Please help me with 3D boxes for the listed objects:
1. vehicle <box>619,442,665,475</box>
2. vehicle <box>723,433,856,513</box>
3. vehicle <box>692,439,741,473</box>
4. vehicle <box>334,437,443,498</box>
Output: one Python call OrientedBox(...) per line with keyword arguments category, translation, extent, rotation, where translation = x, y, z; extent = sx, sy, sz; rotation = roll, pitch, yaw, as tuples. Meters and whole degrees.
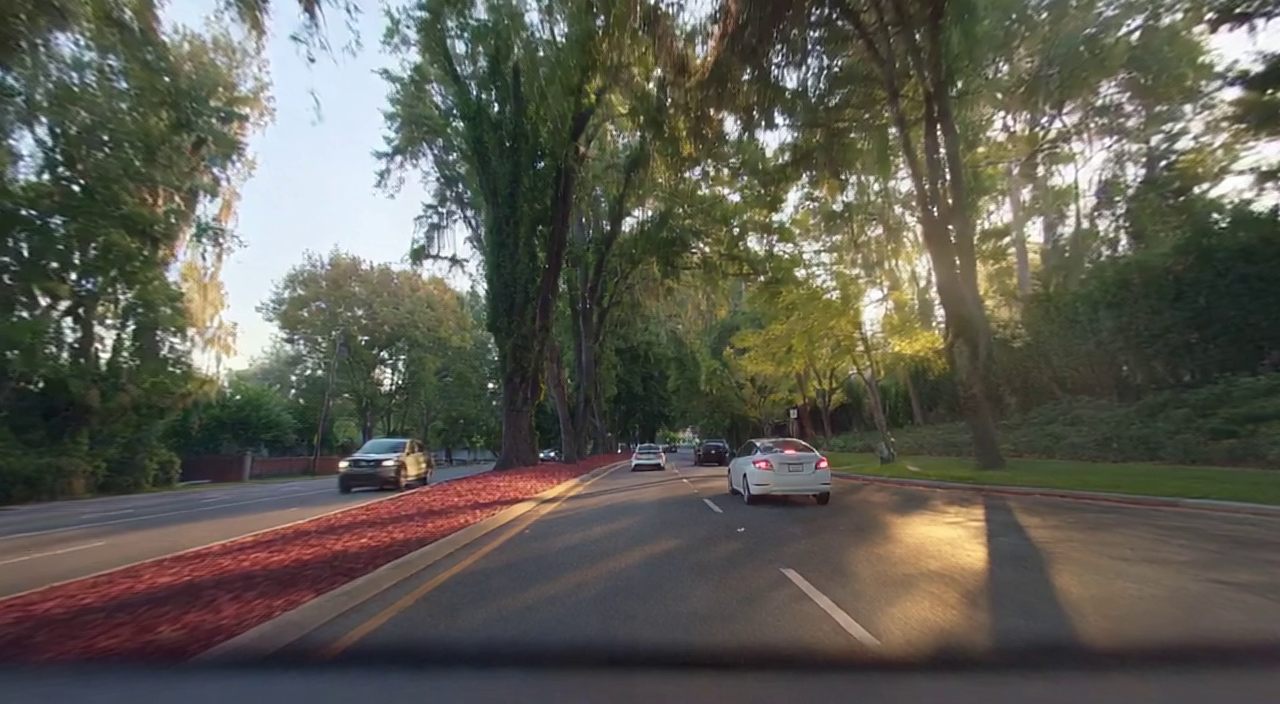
OrientedBox(category="vehicle", translation=(0.135, 5.118, 30.512), extent=(2.082, 1.473, 4.028), rotation=(0, -8, 2))
OrientedBox(category="vehicle", translation=(3.169, 2.649, 14.307), extent=(1.985, 1.529, 4.147), rotation=(0, -8, 0))
OrientedBox(category="vehicle", translation=(3.888, 5.367, 32.856), extent=(2.074, 1.652, 4.340), rotation=(0, -8, 1))
OrientedBox(category="vehicle", translation=(-8.652, 3.985, 22.245), extent=(2.066, 1.890, 4.695), rotation=(0, -8, -3))
